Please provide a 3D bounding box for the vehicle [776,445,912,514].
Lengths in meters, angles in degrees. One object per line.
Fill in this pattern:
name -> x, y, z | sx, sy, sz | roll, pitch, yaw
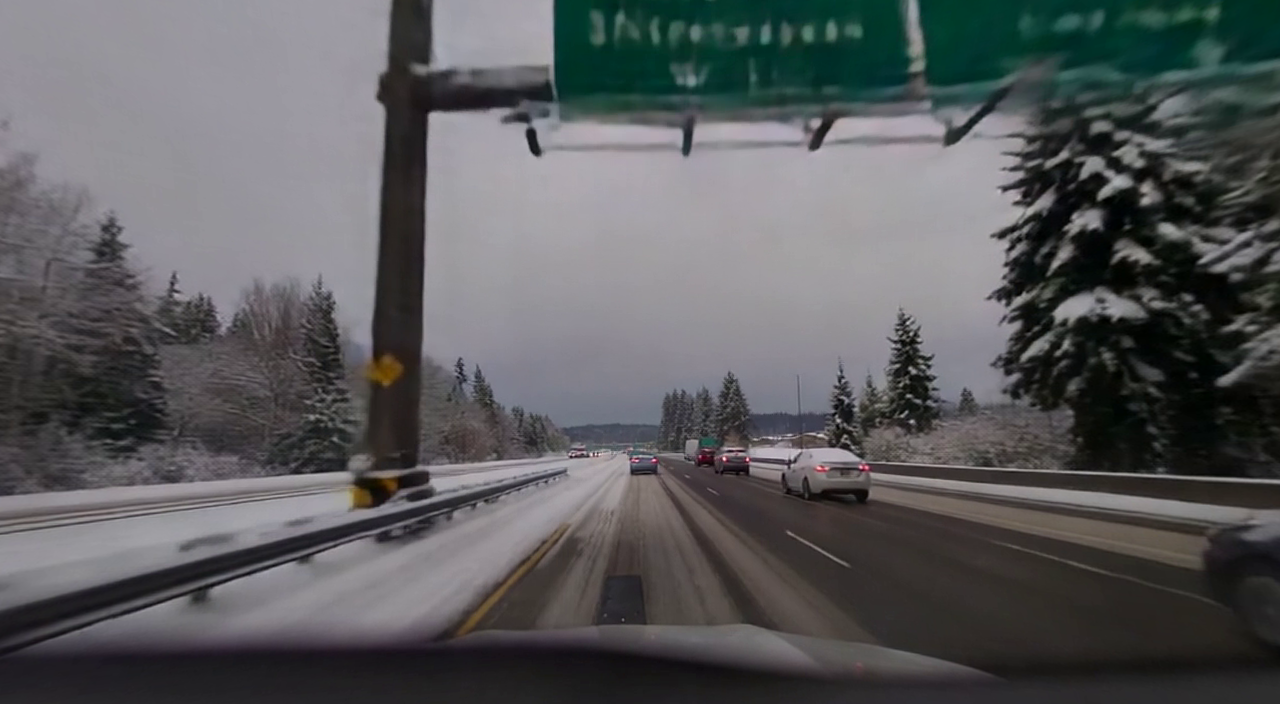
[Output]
vehicle -> 4.867, 3.095, 15.837 | 1.827, 1.462, 4.697 | 0, -9, 0

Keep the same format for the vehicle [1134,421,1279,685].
vehicle -> 4.552, 0.902, 2.147 | 2.007, 1.451, 4.587 | 0, -9, 0

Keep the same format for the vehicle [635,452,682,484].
vehicle -> 0.807, 5.304, 29.058 | 2.012, 1.320, 3.777 | 0, -9, 1

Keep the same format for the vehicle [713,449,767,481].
vehicle -> 4.842, 5.543, 31.155 | 1.952, 1.495, 3.740 | 0, -9, -2
